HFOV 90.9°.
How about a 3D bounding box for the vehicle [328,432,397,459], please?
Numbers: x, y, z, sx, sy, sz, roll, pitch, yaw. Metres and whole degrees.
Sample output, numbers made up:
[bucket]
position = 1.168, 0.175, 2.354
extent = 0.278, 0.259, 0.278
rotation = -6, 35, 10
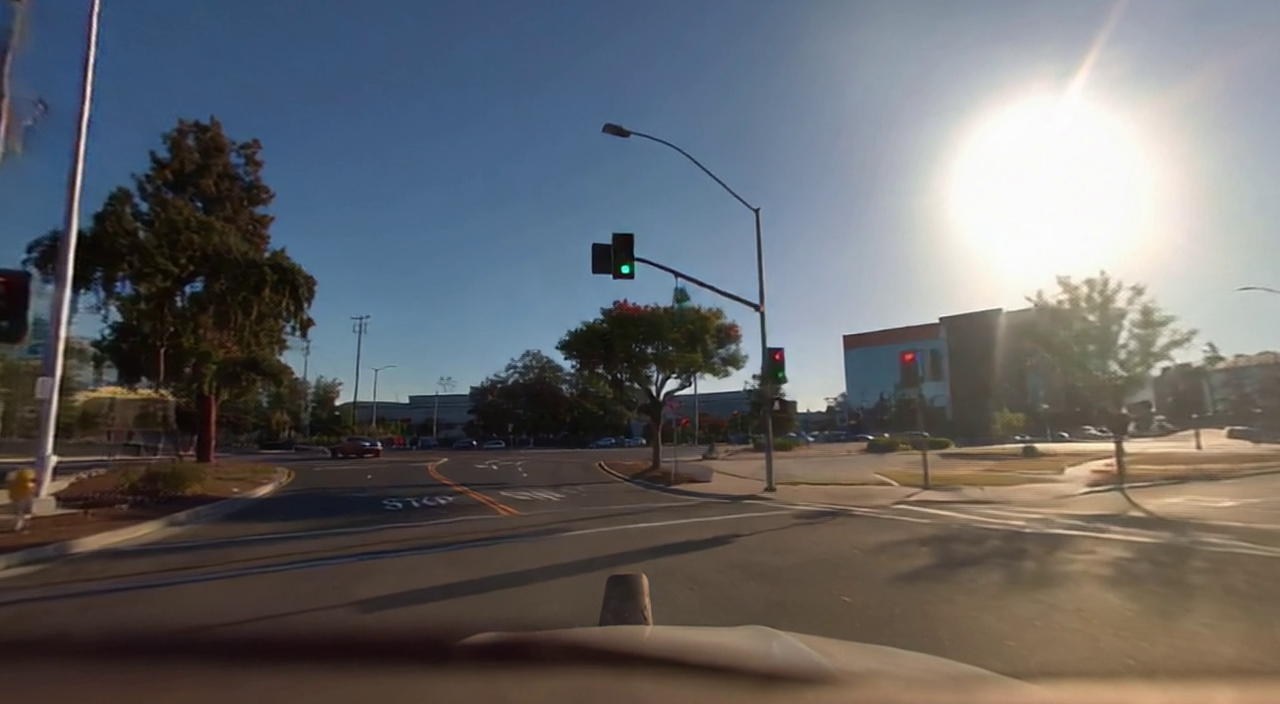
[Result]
[vehicle]
position = -21.369, 7.198, 48.394
extent = 5.570, 1.923, 2.336
rotation = -6, -11, 37
